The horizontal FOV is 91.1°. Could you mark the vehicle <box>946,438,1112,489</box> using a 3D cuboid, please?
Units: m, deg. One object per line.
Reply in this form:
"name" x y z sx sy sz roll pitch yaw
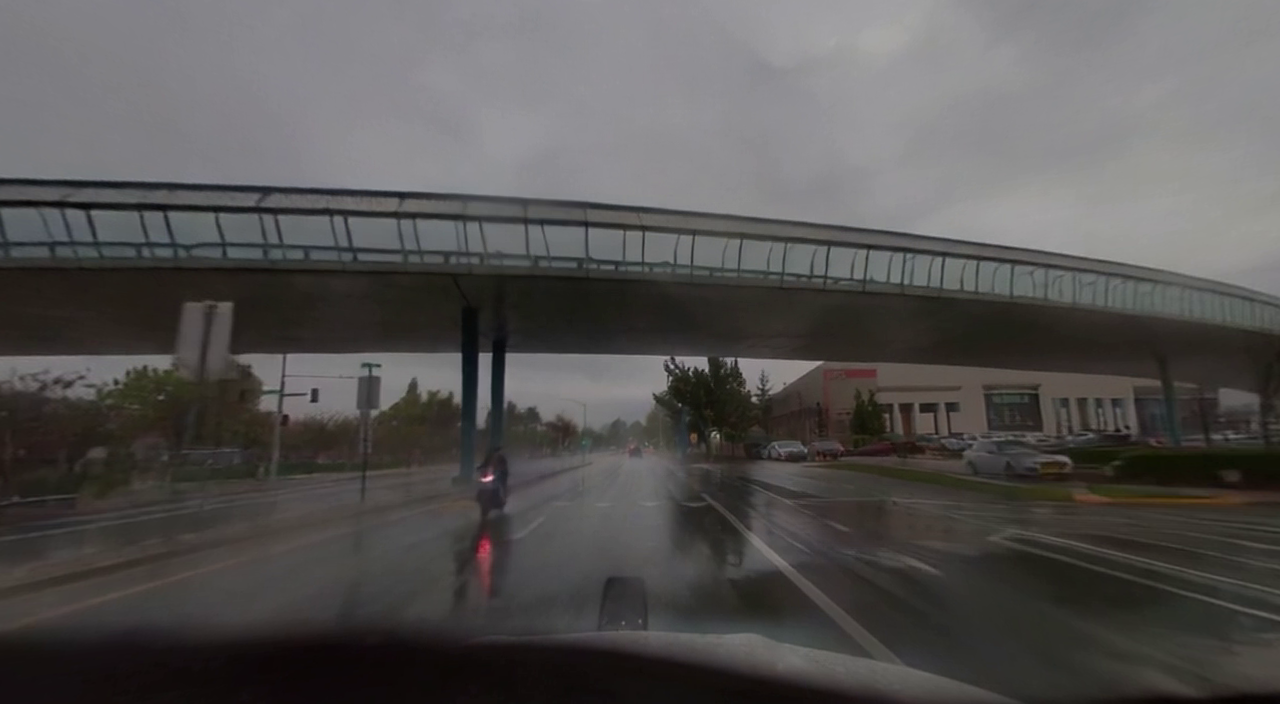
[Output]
"vehicle" 14.459 4.076 23.629 2.078 1.523 4.760 2 -7 -34
